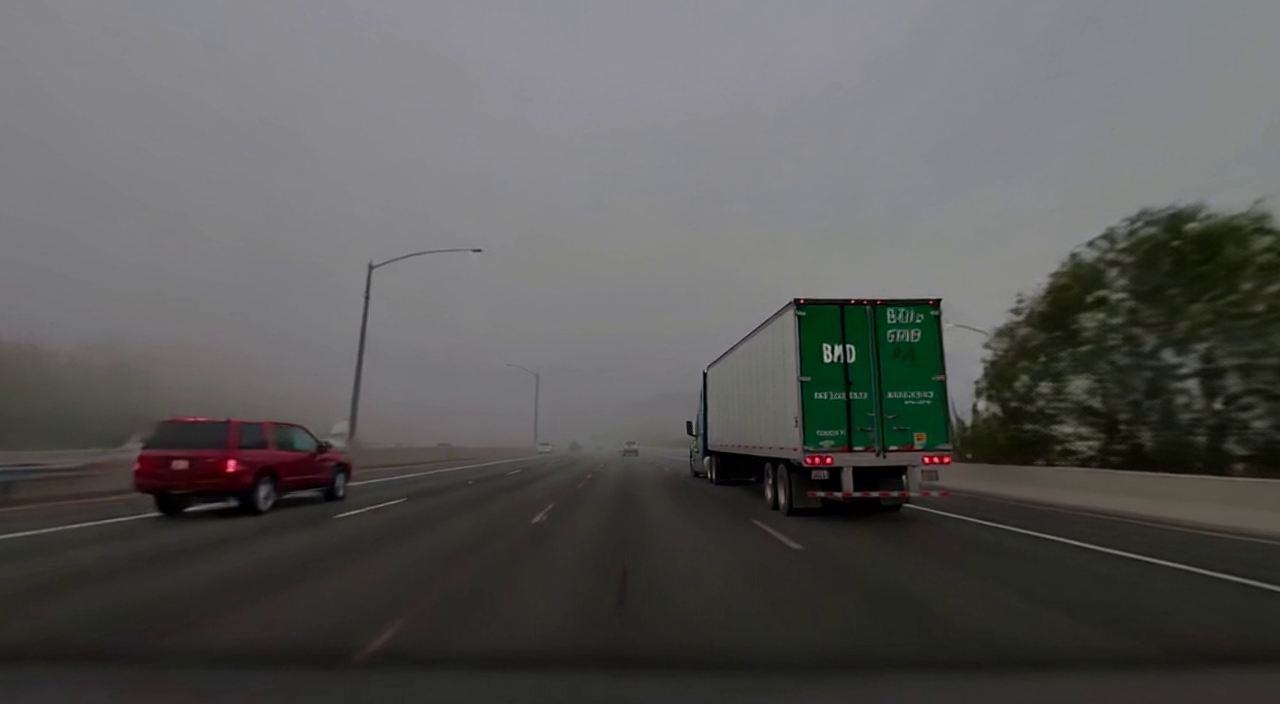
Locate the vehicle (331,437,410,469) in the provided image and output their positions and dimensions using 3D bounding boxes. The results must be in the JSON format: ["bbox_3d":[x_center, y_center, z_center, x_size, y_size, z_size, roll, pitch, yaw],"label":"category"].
[{"bbox_3d":[-14.630,5.513,34.683,1.970,1.618,5.364,0,-8,0],"label":"vehicle"}]

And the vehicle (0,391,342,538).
[{"bbox_3d":[-7.439,1.832,10.826,2.100,1.905,5.119,0,-8,0],"label":"vehicle"}]

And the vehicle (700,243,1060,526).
[{"bbox_3d":[3.995,1.493,16.267,2.891,3.944,15.051,0,-8,-2],"label":"vehicle"}]
